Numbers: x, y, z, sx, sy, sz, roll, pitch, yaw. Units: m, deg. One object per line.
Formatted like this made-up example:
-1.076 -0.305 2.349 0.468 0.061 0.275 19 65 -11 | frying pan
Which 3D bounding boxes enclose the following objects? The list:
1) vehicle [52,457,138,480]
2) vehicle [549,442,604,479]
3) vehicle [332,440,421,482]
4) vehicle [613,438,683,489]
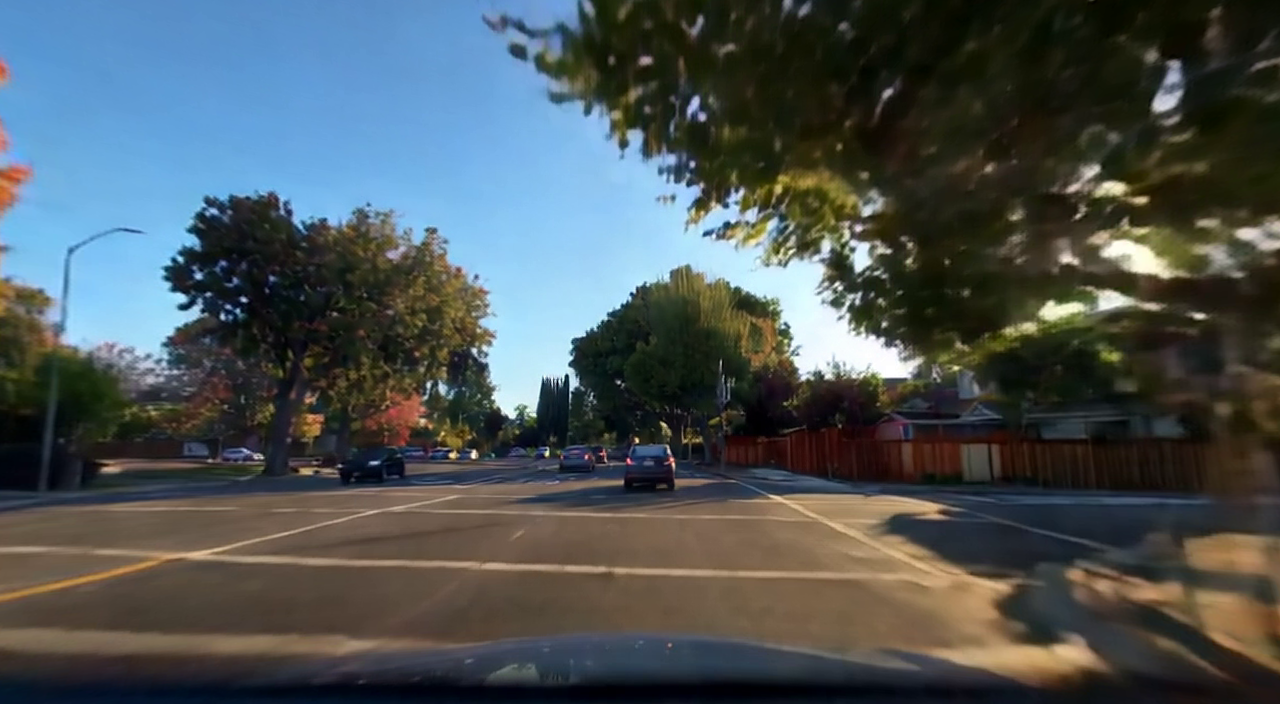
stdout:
-41.234 8.790 47.594 4.724 1.597 2.191 8 -11 -41 | vehicle
-3.153 5.460 32.139 2.067 1.546 4.988 2 -7 2 | vehicle
-11.530 4.792 27.822 2.103 1.679 4.199 0 -8 -1 | vehicle
0.286 3.953 22.585 2.290 1.653 4.127 0 -9 1 | vehicle
